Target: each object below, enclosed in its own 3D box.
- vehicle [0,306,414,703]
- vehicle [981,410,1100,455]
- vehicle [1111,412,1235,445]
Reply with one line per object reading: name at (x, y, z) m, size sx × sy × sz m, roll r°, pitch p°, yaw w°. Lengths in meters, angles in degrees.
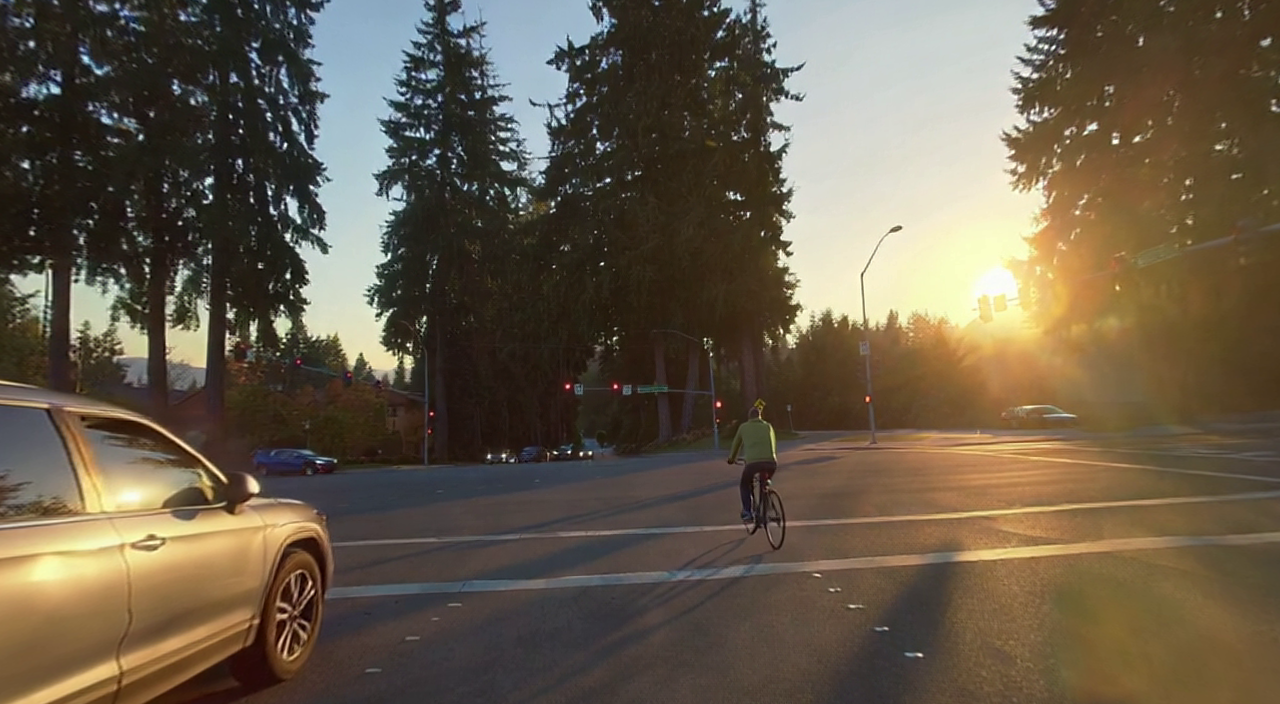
vehicle at (-2.951, 0.907, 2.976) m, size 2.049 × 1.756 × 4.602 m, roll 0°, pitch -8°, yaw 0°
vehicle at (18.579, 3.754, 29.362) m, size 4.237 × 1.948 × 1.997 m, roll 0°, pitch -9°, yaw -9°
vehicle at (25.740, 3.749, 30.476) m, size 4.716 × 1.507 × 1.904 m, roll 2°, pitch -9°, yaw -11°
